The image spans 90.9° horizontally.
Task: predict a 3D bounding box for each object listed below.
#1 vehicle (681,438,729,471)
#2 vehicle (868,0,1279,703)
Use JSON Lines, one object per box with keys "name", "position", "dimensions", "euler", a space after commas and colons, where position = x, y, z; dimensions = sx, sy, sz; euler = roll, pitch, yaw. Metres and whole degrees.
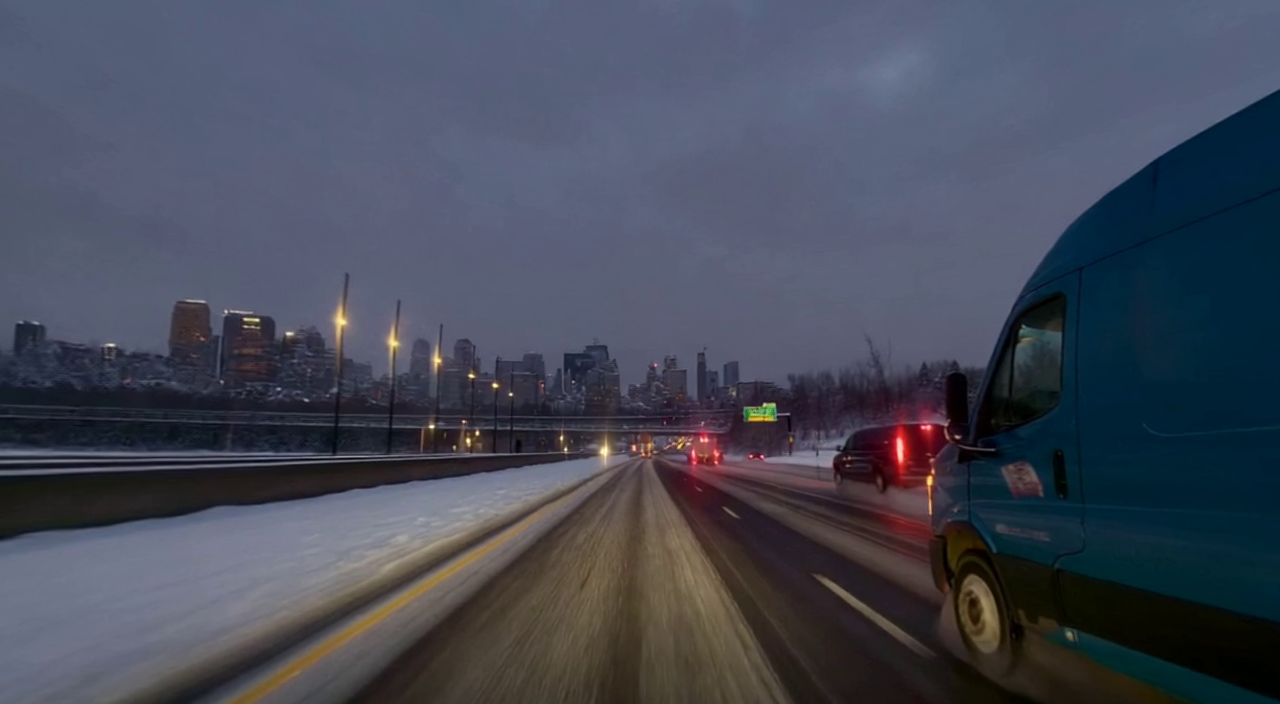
{"name": "vehicle", "position": [4.066, 6.576, 40.755], "dimensions": [2.464, 1.961, 5.520], "euler": [0, -8, 0]}
{"name": "vehicle", "position": [3.174, 0.245, 1.773], "dimensions": [2.436, 2.745, 7.034], "euler": [0, -8, 0]}
